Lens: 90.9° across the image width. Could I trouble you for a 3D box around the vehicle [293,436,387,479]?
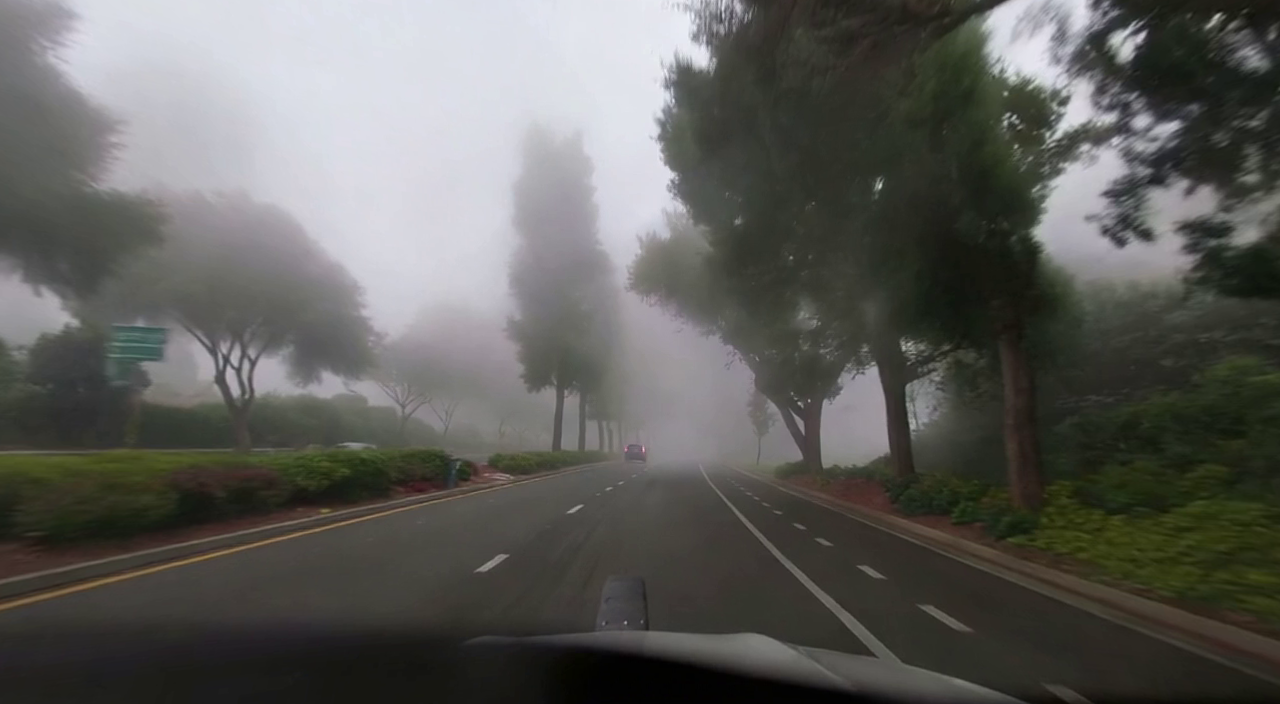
[{"bbox_3d":[-11.337,3.991,24.114,1.740,1.509,3.561,0,-8,2],"label":"vehicle"}]
